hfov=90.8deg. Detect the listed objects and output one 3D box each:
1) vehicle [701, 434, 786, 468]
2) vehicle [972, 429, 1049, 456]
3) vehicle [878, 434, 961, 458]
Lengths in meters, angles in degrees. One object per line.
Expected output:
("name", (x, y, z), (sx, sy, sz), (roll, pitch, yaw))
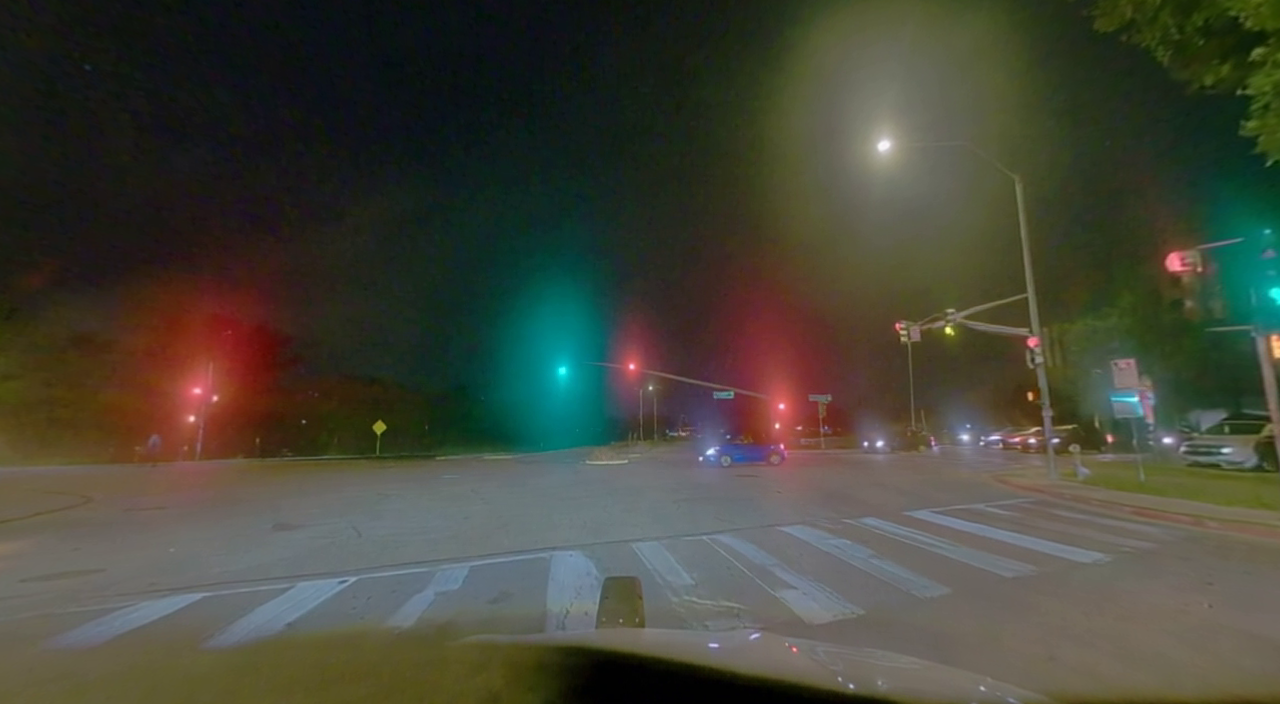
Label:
("vehicle", (5.051, 4.793, 30.696), (3.896, 1.500, 1.740), (6, -10, -33))
("vehicle", (26.883, 6.571, 45.826), (5.032, 1.828, 2.183), (4, -9, -24))
("vehicle", (18.662, 6.266, 42.176), (5.234, 1.549, 1.982), (4, -9, -24))
